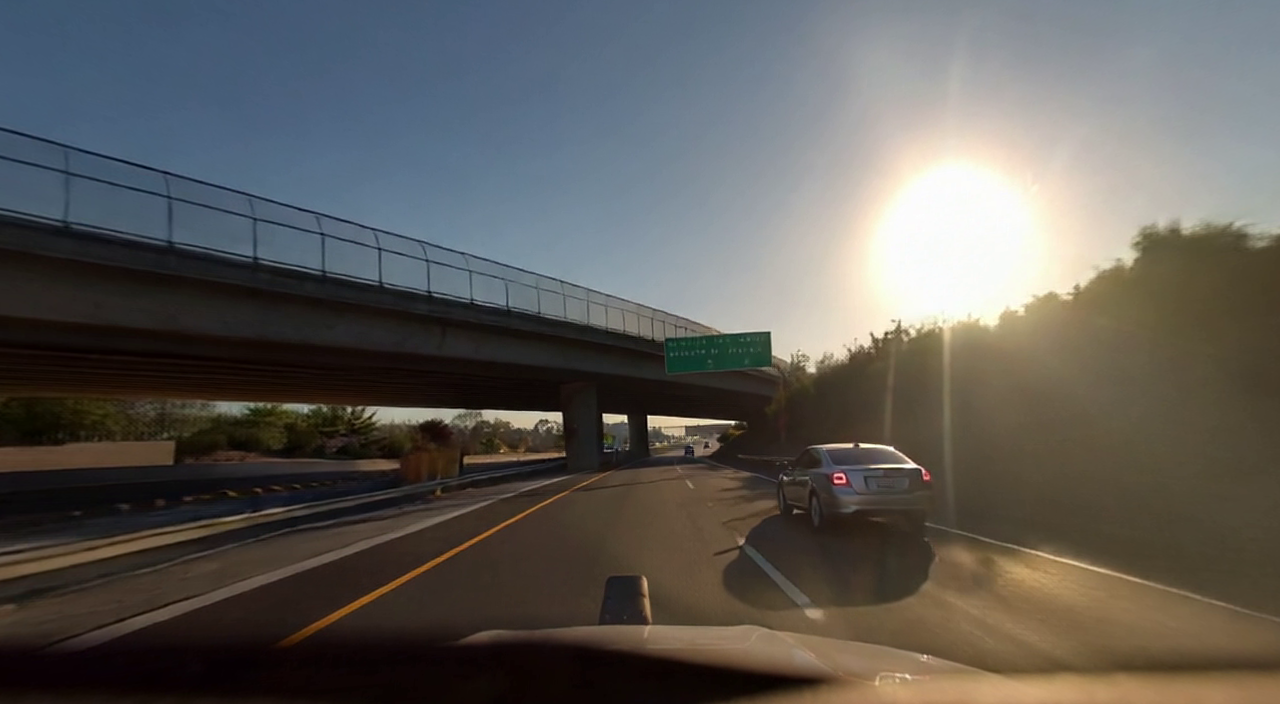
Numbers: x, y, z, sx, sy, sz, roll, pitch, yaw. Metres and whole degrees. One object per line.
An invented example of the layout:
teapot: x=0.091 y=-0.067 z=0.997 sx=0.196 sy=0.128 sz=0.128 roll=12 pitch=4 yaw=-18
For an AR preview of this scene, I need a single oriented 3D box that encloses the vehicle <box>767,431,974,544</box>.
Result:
vehicle: x=3.563 y=2.158 z=10.697 sx=1.997 sy=1.515 sz=4.025 roll=-1 pitch=-8 yaw=1
